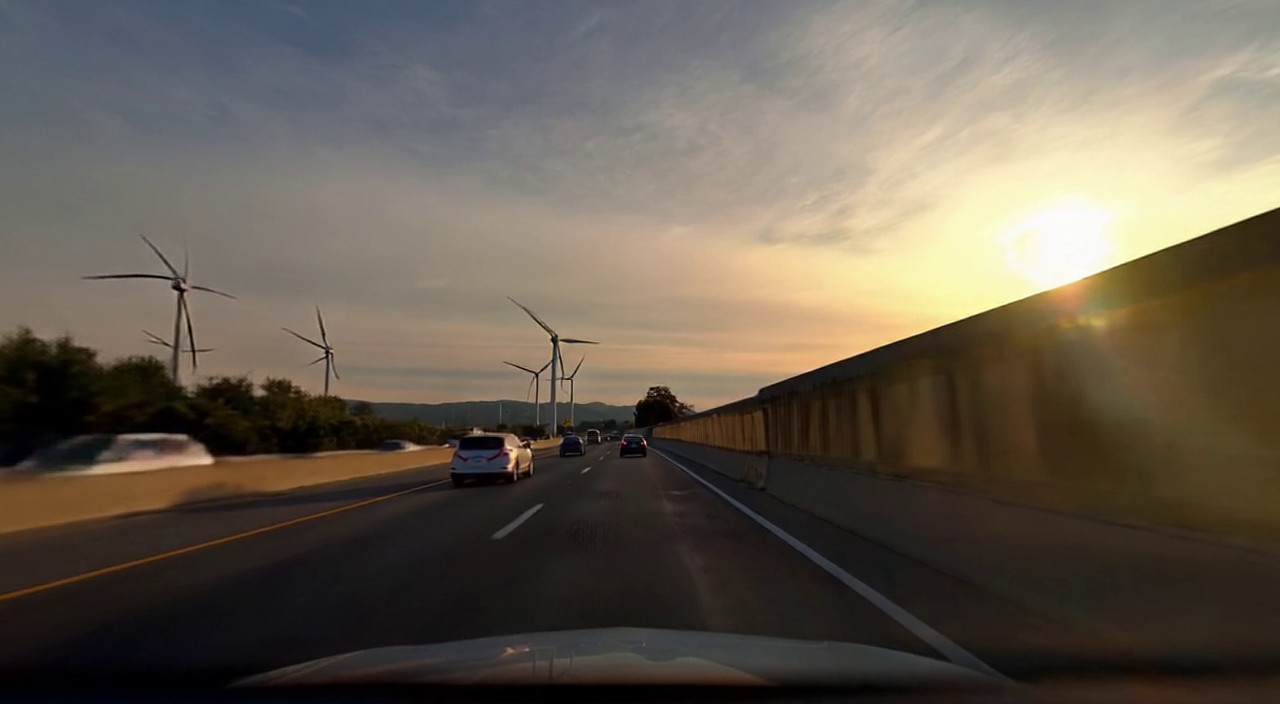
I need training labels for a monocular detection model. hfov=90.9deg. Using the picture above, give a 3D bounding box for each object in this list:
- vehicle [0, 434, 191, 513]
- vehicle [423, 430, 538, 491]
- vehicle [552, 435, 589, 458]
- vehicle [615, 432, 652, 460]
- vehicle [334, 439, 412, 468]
[{"bbox_3d":[-13.907,2.783,15.227,2.239,1.551,5.272,0,-8,-1],"label":"vehicle"},{"bbox_3d":[-4.270,2.969,17.744,1.998,1.468,4.635,0,-8,0],"label":"vehicle"},{"bbox_3d":[-4.558,6.283,42.029,2.059,1.436,3.802,0,-8,-1],"label":"vehicle"},{"bbox_3d":[-0.392,5.437,36.519,2.027,1.550,3.607,0,-8,-1],"label":"vehicle"},{"bbox_3d":[-14.335,5.475,34.210,2.097,1.420,5.005,0,-8,-1],"label":"vehicle"}]
